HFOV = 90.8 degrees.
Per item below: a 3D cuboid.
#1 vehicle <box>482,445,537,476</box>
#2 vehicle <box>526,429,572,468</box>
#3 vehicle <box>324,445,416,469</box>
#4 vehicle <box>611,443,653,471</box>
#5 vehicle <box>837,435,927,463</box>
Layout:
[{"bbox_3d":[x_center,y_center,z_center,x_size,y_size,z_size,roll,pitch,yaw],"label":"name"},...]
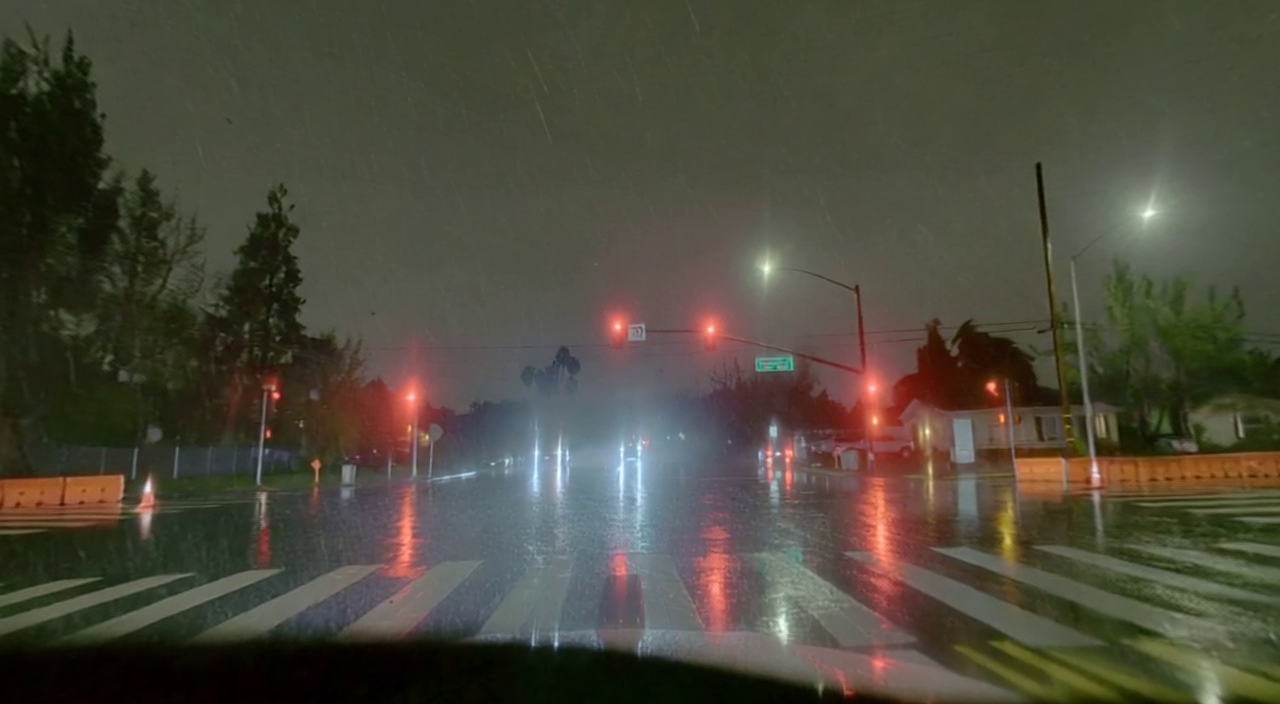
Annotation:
[{"bbox_3d":[-6.607,5.530,32.399,1.881,1.452,4.121,0,-8,0],"label":"vehicle"},{"bbox_3d":[-6.778,7.245,47.690,2.625,2.726,6.138,0,-8,-1],"label":"vehicle"},{"bbox_3d":[-16.404,6.380,38.605,4.713,1.409,1.918,0,-8,-2],"label":"vehicle"},{"bbox_3d":[-0.434,5.693,34.484,2.105,1.457,4.173,0,-8,-1],"label":"vehicle"},{"bbox_3d":[15.379,6.184,40.329,4.892,1.656,1.856,0,-8,0],"label":"vehicle"}]
